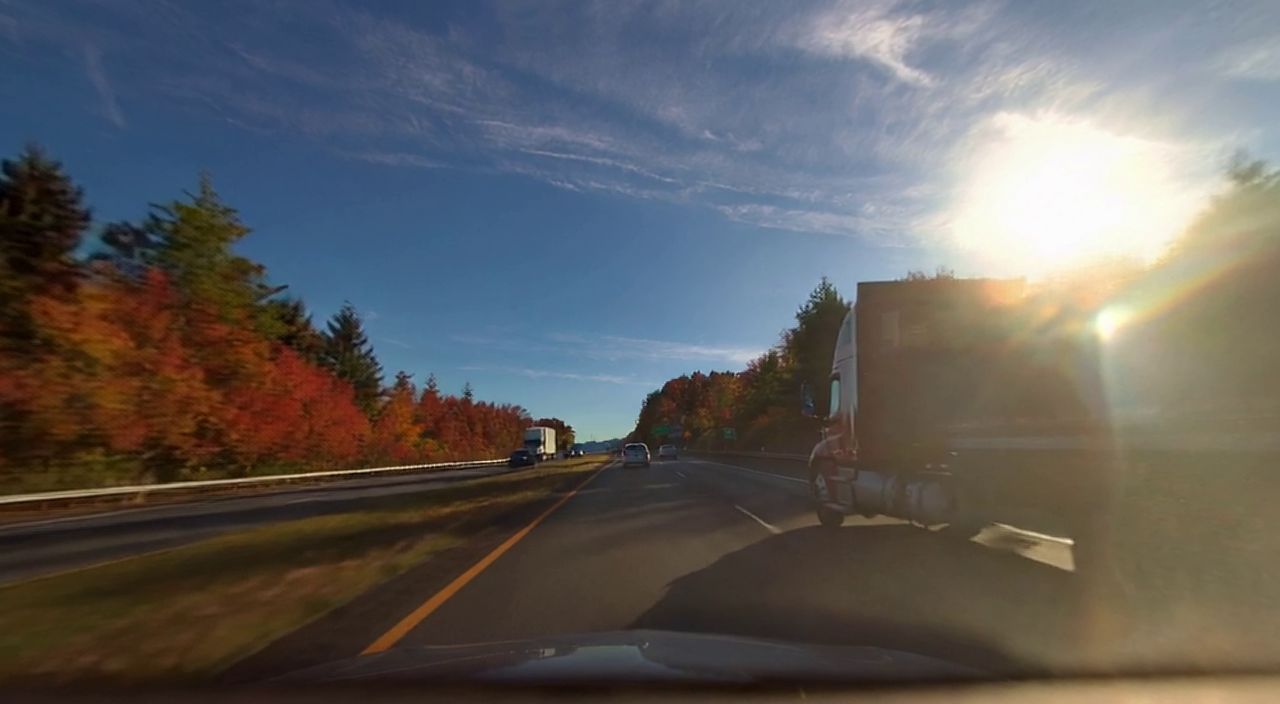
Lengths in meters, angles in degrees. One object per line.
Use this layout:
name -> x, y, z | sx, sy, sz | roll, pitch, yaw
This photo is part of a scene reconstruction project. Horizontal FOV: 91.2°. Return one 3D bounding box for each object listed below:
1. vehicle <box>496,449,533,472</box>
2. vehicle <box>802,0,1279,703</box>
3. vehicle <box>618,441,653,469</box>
vehicle -> -9.172, 7.945, 46.095 | 1.941, 1.521, 4.082 | 0, -9, 0
vehicle -> 4.297, -0.256, 3.237 | 3.068, 4.042, 13.787 | 0, -9, -1
vehicle -> -0.351, 6.738, 41.284 | 2.151, 1.693, 4.201 | 0, -9, -2
